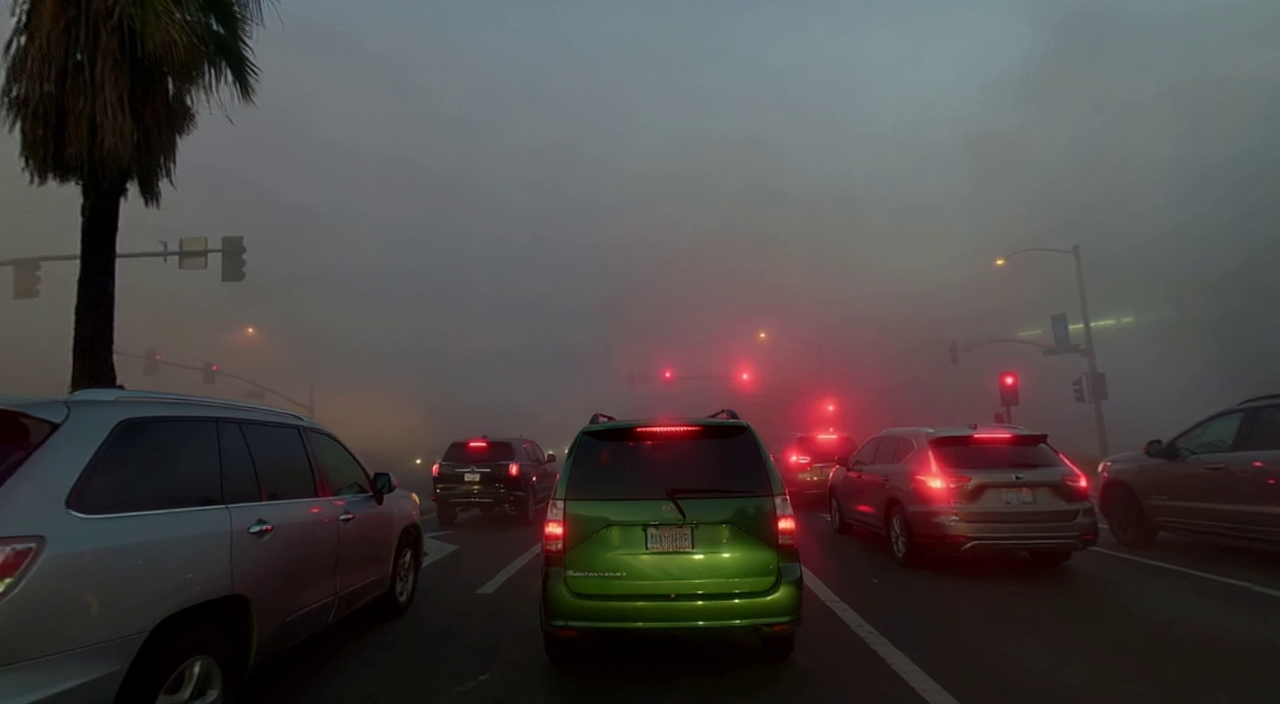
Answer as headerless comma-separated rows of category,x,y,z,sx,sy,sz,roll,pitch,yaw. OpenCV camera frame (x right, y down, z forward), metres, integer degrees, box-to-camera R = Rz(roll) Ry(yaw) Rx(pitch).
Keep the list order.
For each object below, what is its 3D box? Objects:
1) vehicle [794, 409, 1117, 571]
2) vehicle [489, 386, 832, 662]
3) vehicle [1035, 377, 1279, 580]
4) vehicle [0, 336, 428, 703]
vehicle,3.994,1.851,9.315,2.072,1.704,5.170,0,-8,-1
vehicle,0.157,1.374,6.045,2.123,1.704,4.128,0,-9,1
vehicle,7.317,1.339,6.849,2.337,1.925,5.728,0,-8,1
vehicle,-3.181,1.084,3.913,2.171,1.702,4.416,0,-8,0
